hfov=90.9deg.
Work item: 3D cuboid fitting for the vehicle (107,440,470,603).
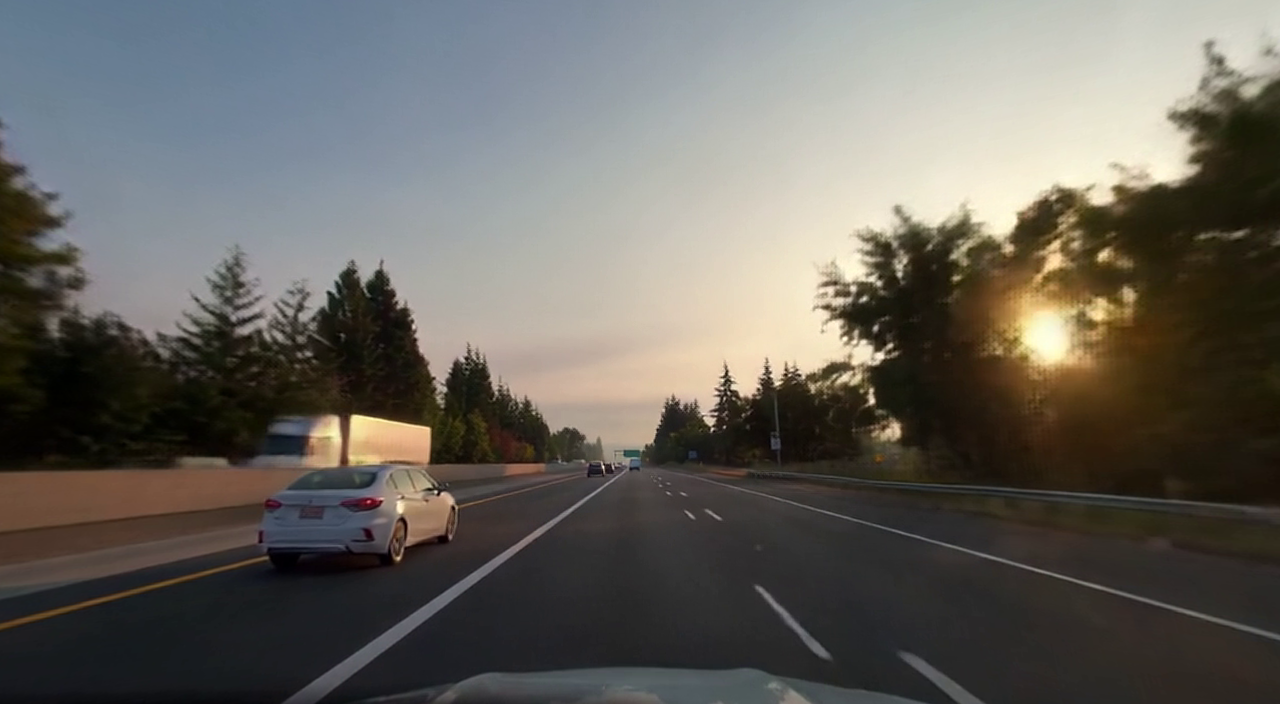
[{"bbox_3d":[-3.806,1.957,8.020,1.998,1.427,4.462,1,-11,0],"label":"vehicle"}]
